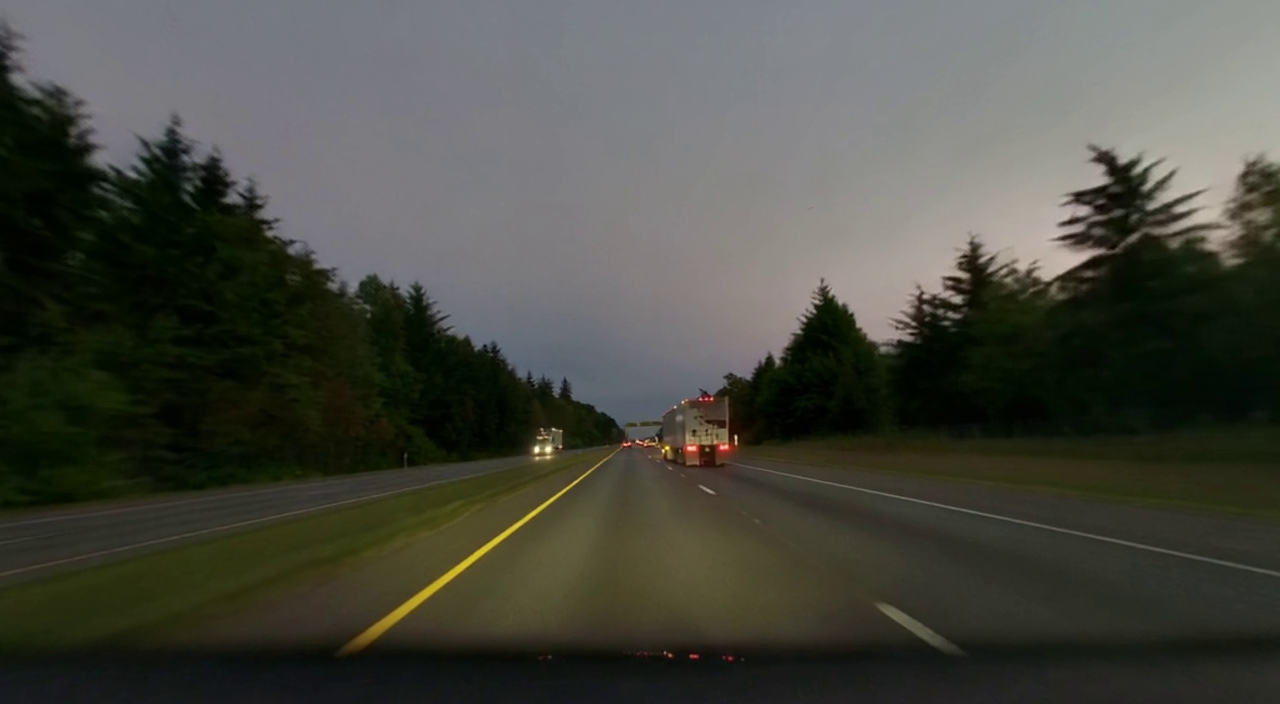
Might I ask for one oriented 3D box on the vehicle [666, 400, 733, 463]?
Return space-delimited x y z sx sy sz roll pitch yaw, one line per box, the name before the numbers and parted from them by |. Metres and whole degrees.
vehicle | 4.158 6.156 48.191 3.223 4.082 14.353 0 -8 -2
